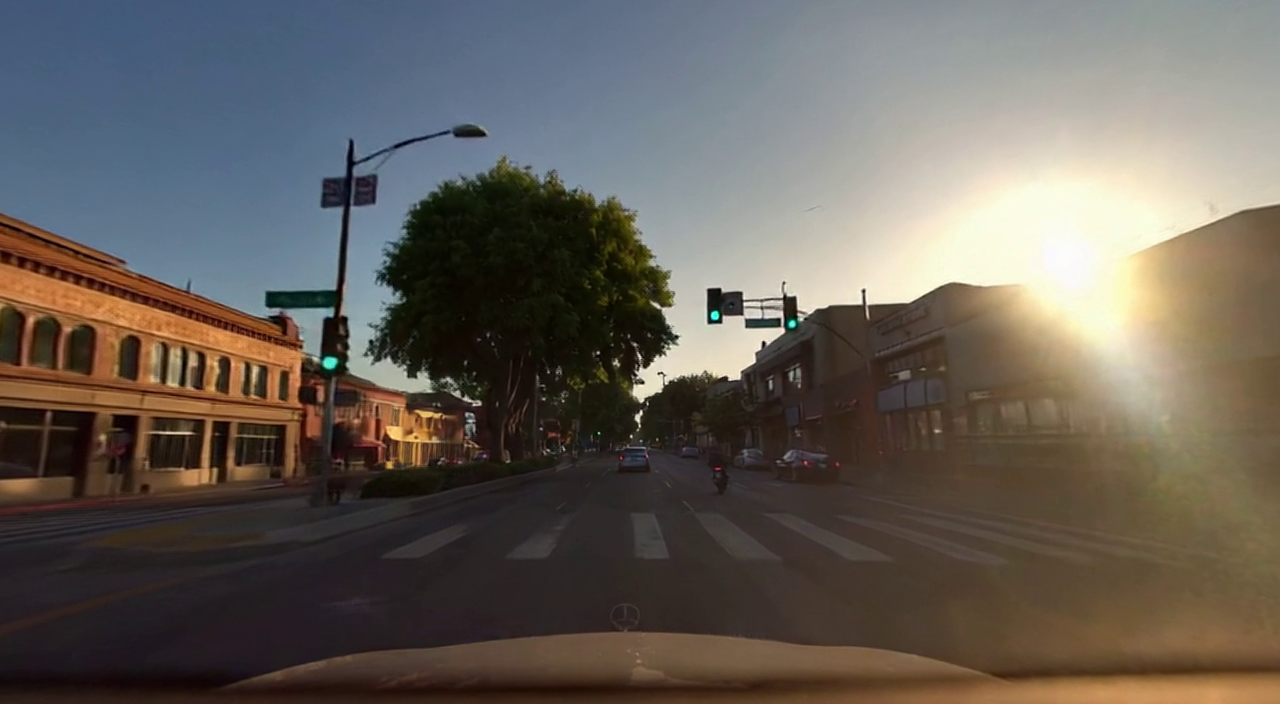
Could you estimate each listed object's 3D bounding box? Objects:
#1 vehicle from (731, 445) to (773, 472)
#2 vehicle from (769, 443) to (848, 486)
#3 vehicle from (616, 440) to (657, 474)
[{"bbox_3d":[6.924,6.600,39.333,1.785,1.586,3.896,0,-9,-2],"label":"vehicle"},{"bbox_3d":[6.807,4.588,26.033,2.069,1.590,4.066,0,-9,-1],"label":"vehicle"},{"bbox_3d":[-0.252,5.922,35.839,2.223,1.775,4.250,0,-9,-2],"label":"vehicle"}]
